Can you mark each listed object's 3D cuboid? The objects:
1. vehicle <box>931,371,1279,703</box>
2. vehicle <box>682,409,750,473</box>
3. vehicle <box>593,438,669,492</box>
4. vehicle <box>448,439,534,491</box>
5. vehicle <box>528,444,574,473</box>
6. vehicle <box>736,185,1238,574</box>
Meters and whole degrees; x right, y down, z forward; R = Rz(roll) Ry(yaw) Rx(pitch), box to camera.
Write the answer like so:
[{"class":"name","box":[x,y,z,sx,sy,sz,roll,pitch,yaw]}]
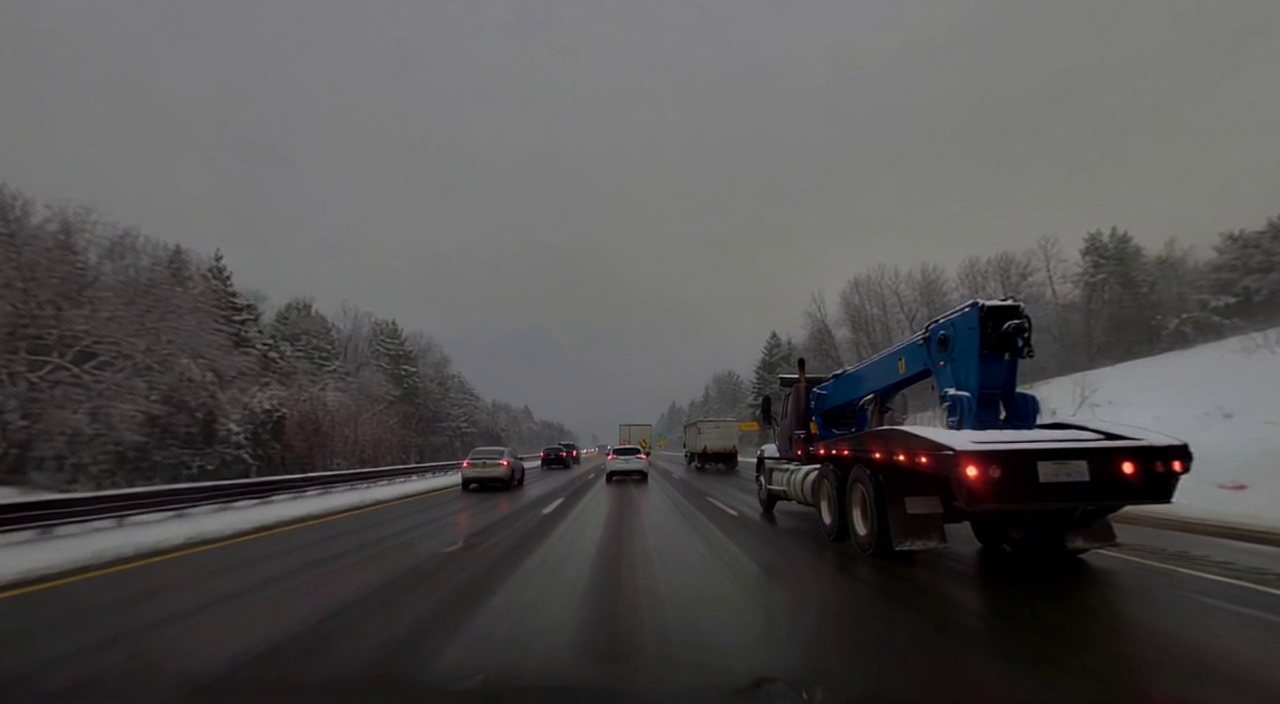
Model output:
[{"class":"vehicle","box":[3.930,0.900,2.597,2.599,1.631,5.693,0,-9,-1]},{"class":"vehicle","box":[3.648,4.541,31.759,2.416,2.829,7.016,0,-9,-1]},{"class":"vehicle","box":[-0.305,3.507,19.716,2.150,1.498,3.988,0,-9,-1]},{"class":"vehicle","box":[-4.806,3.711,20.815,1.858,1.527,3.974,0,-9,0]},{"class":"vehicle","box":[-4.923,5.973,35.323,1.924,1.481,4.264,0,-9,1]},{"class":"vehicle","box":[3.753,0.815,9.985,2.975,3.618,8.456,0,-9,-1]}]
